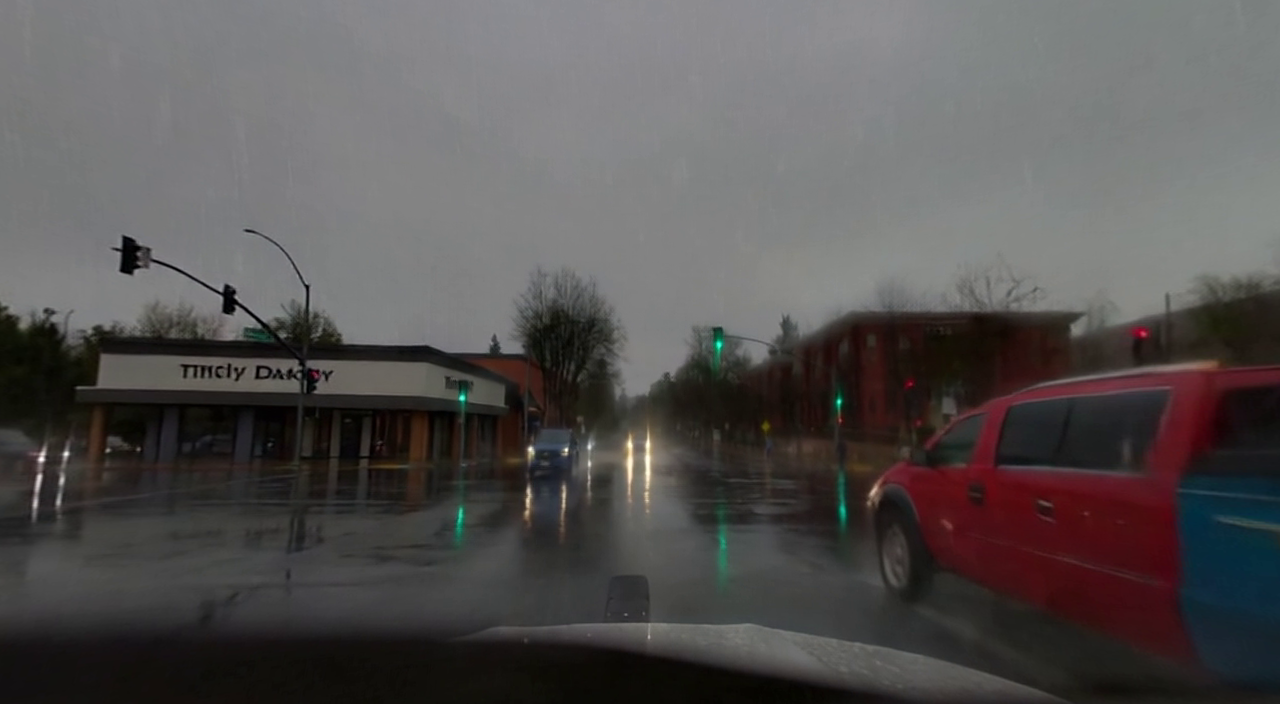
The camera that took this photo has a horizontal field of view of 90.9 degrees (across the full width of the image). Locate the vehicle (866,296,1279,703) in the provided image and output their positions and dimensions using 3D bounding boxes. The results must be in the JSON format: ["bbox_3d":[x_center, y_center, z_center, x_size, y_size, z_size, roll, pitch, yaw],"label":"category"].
[{"bbox_3d":[2.876,0.846,2.766,2.048,1.725,4.754,0,-8,1],"label":"vehicle"}]

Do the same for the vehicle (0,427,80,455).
[{"bbox_3d":[-36.324,5.222,36.992,4.671,1.543,1.846,4,-9,-26],"label":"vehicle"}]

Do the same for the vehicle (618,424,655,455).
[{"bbox_3d":[-0.273,5.894,42.475,2.390,1.948,5.344,0,-8,-1],"label":"vehicle"}]

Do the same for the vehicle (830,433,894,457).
[{"bbox_3d":[15.259,6.425,43.617,1.924,1.579,4.084,3,-9,-21],"label":"vehicle"}]

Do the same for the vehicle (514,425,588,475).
[{"bbox_3d":[-3.099,3.523,22.859,1.961,1.658,4.064,0,-8,2],"label":"vehicle"}]
